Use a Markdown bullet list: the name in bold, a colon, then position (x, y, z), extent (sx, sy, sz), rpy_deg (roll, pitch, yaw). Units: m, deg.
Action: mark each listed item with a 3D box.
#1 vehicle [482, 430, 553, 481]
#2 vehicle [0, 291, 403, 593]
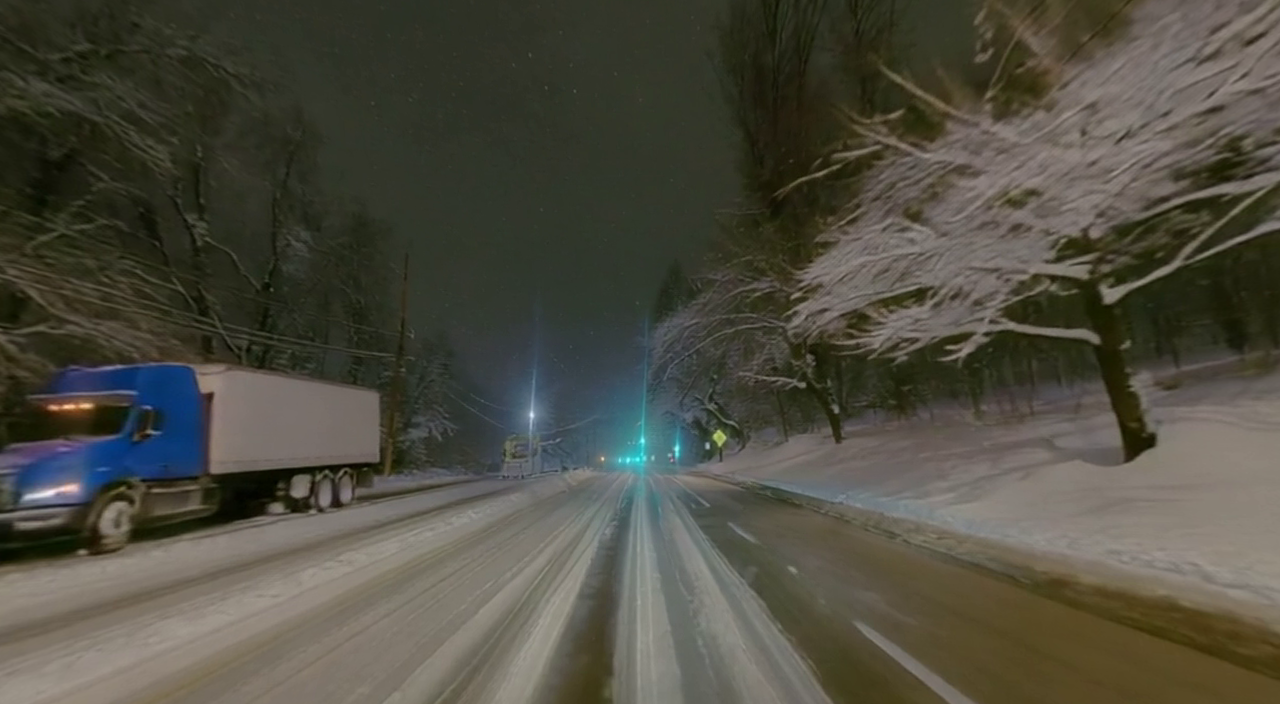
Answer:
- **vehicle**: position (-7.986, 6.877, 42.380), extent (2.781, 3.039, 8.581), rpy_deg (0, -8, 2)
- **vehicle**: position (-8.093, 1.614, 12.157), extent (2.905, 3.359, 10.168), rpy_deg (0, -7, 1)
